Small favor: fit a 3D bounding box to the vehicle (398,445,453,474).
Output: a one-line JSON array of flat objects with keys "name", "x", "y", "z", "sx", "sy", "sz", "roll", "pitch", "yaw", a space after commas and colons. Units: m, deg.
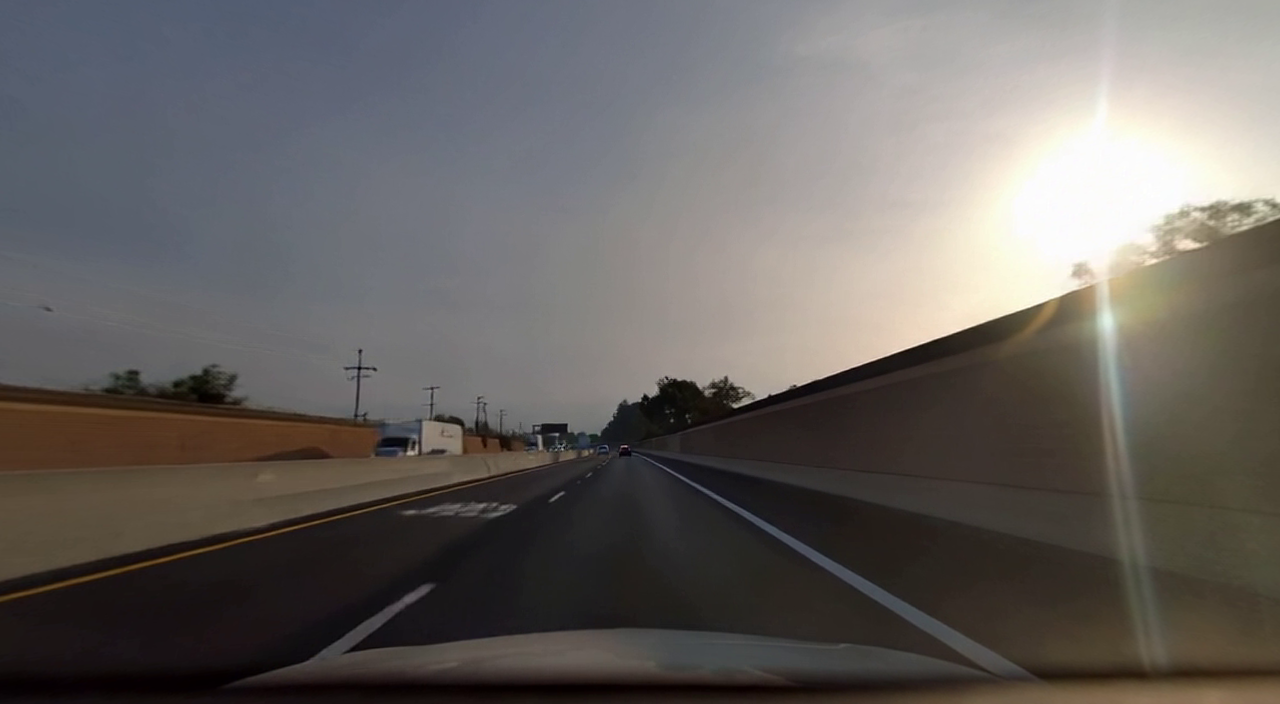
[{"name": "vehicle", "x": -13.204, "y": 6.623, "z": 38.827, "sx": 1.944, "sy": 1.607, "sz": 4.344, "roll": 0, "pitch": -9, "yaw": -2}]
